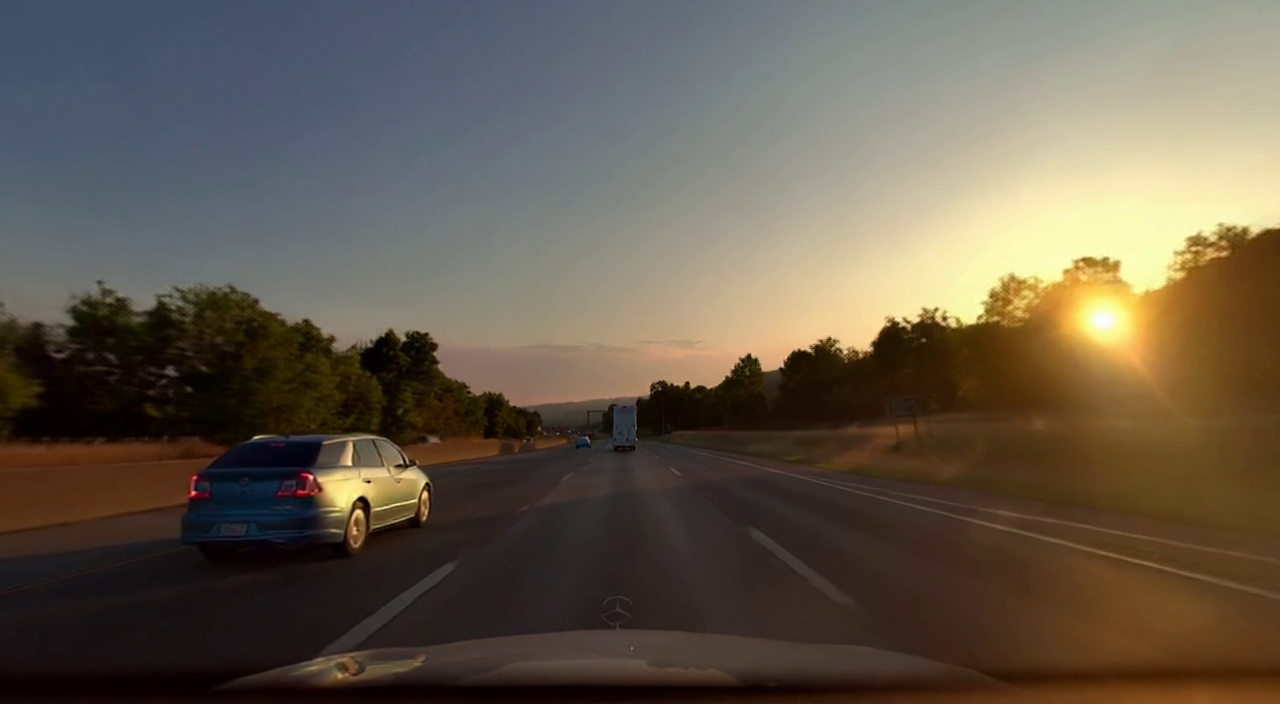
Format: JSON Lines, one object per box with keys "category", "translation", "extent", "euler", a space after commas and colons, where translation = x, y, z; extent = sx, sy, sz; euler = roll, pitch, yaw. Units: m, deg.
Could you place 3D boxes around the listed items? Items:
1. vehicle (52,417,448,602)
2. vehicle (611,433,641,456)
{"category": "vehicle", "translation": [-3.798, 1.559, 7.224], "extent": [1.931, 1.483, 4.105], "euler": [0, -8, -1]}
{"category": "vehicle", "translation": [-1.004, 7.026, 47.876], "extent": [2.162, 1.616, 4.242], "euler": [0, -8, 0]}
